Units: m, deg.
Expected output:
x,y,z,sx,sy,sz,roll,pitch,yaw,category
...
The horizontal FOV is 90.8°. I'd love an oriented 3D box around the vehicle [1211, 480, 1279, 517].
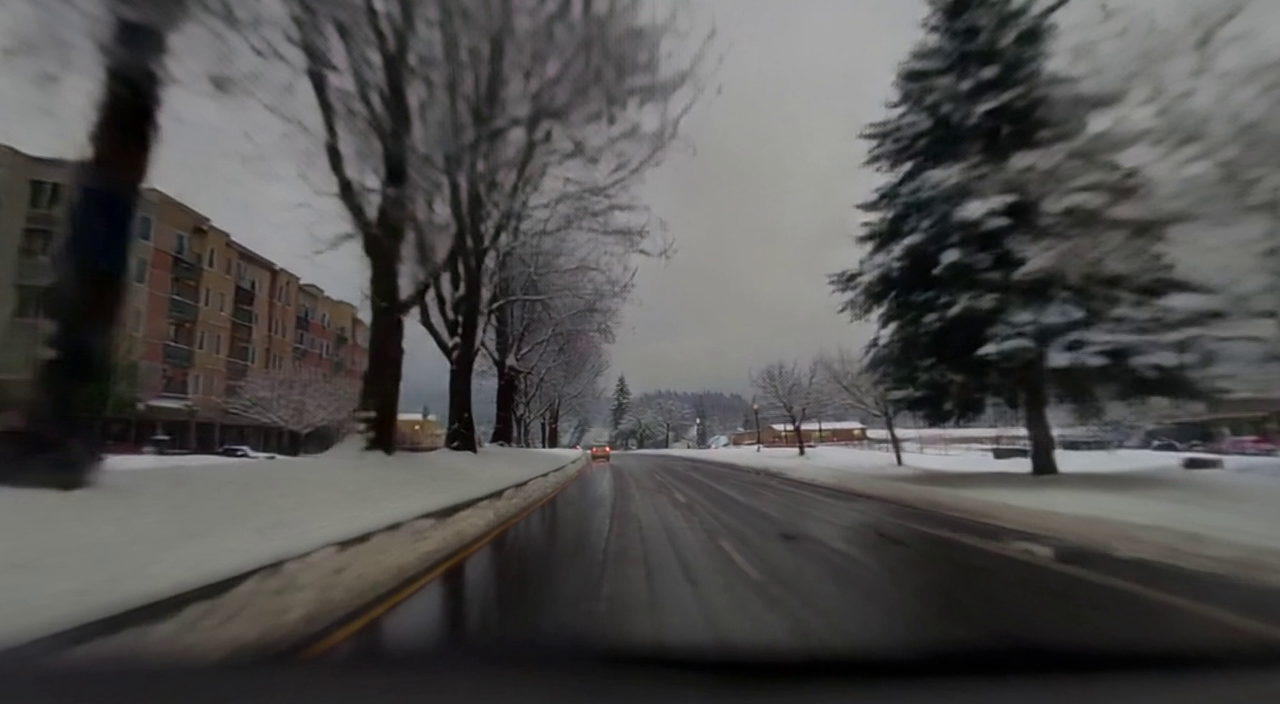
x,y,z,sx,sy,sz,roll,pitch,yaw,category
32.411,7.469,32.317,4.227,1.705,2.099,0,-8,2,vehicle
